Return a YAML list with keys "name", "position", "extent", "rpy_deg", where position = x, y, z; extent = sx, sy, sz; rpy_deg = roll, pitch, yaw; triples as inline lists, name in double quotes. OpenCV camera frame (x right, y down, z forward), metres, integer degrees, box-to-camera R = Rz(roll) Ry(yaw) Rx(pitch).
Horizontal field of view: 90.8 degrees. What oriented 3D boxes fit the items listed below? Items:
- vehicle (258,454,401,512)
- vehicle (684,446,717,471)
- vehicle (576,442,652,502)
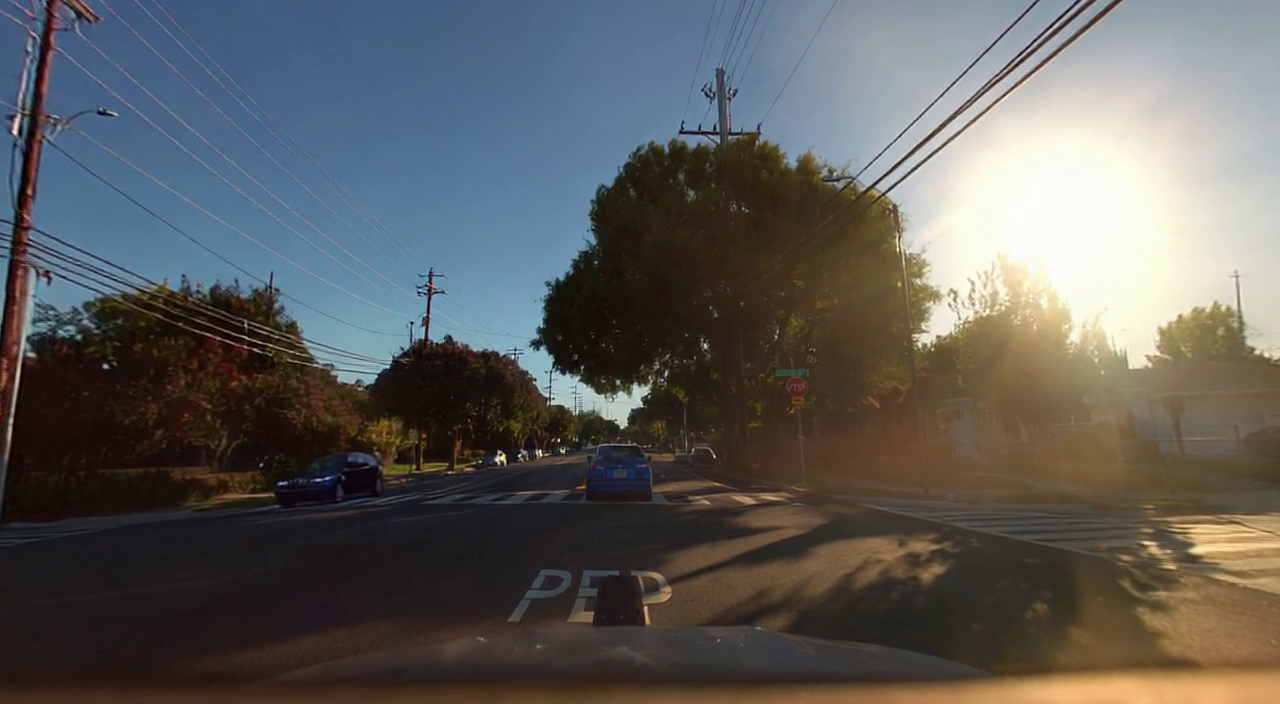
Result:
- name: "vehicle"
  position: [-9.275, 3.913, 19.325]
  extent: [1.934, 1.506, 4.032]
  rpy_deg: [-1, -9, 7]
- name: "vehicle"
  position: [4.428, 7.849, 46.926]
  extent: [2.101, 1.744, 4.466]
  rpy_deg: [0, -8, 0]
- name: "vehicle"
  position: [-0.677, 3.260, 17.579]
  extent: [1.877, 1.448, 3.830]
  rpy_deg: [0, -8, -1]
